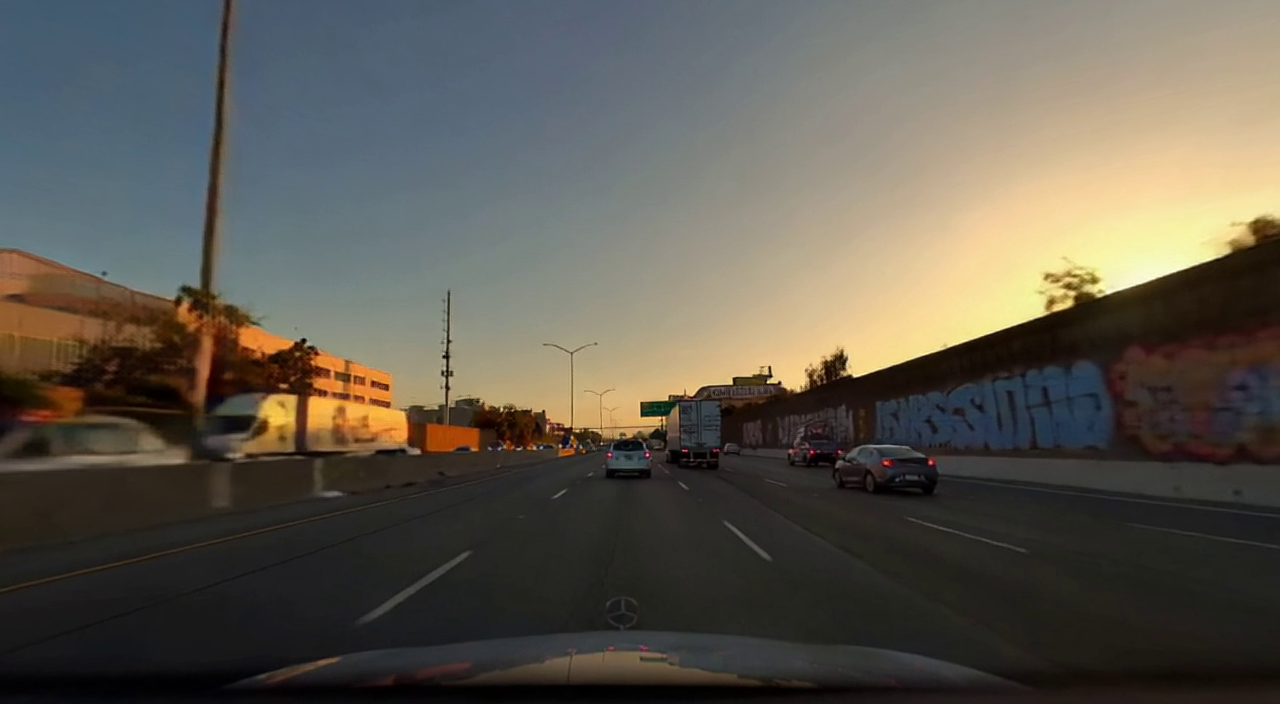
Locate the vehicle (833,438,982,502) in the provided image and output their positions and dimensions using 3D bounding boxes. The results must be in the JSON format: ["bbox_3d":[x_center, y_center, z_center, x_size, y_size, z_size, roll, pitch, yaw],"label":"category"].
[{"bbox_3d":[6.976,3.119,17.151,1.915,1.476,4.677,0,-9,-1],"label":"vehicle"}]

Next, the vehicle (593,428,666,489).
[{"bbox_3d":[-0.448,3.678,22.093,2.249,1.843,5.176,1,-9,-3],"label":"vehicle"}]

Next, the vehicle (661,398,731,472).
[{"bbox_3d":[3.092,5.095,38.068,2.976,3.806,10.591,0,-9,-2],"label":"vehicle"}]

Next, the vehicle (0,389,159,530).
[{"bbox_3d":[-10.423,1.593,9.378,2.470,1.992,5.196,0,-9,-1],"label":"vehicle"}]

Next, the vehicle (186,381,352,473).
[{"bbox_3d":[-17.179,3.694,30.165,3.046,3.817,7.986,0,-9,-1],"label":"vehicle"}]

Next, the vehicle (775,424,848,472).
[{"bbox_3d":[9.160,5.256,34.487,2.322,2.360,6.433,0,-9,1],"label":"vehicle"}]
